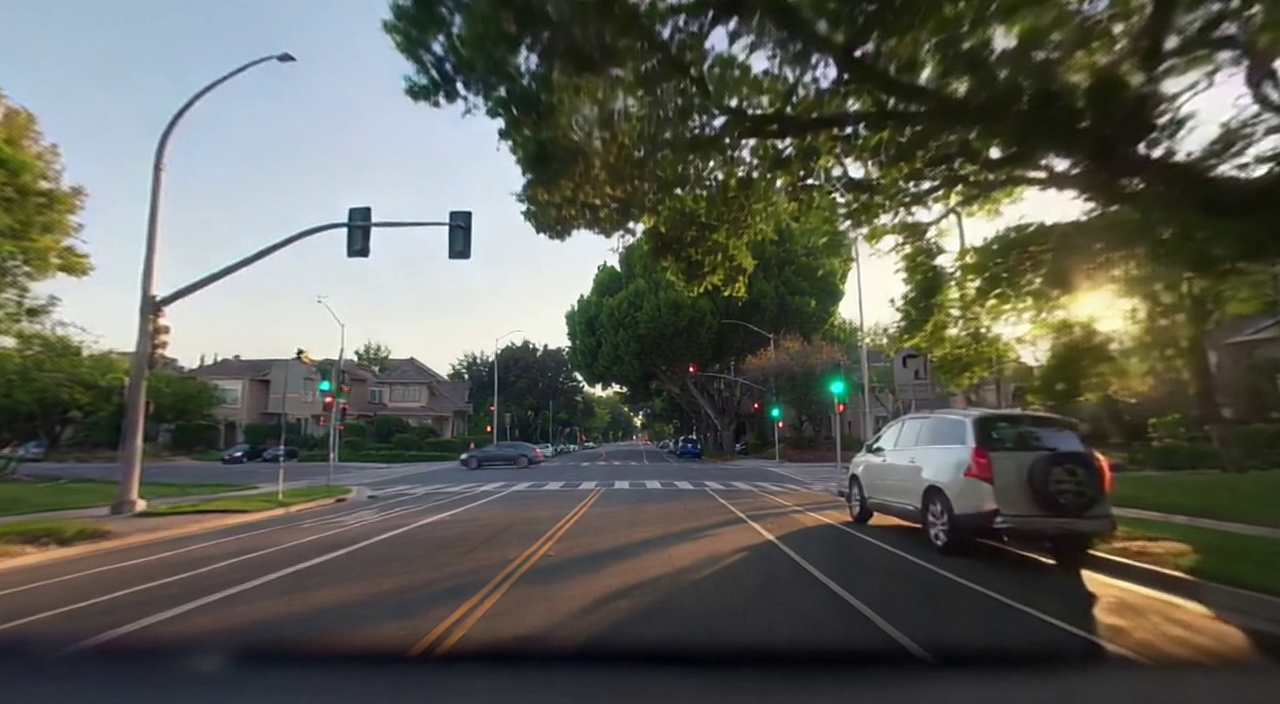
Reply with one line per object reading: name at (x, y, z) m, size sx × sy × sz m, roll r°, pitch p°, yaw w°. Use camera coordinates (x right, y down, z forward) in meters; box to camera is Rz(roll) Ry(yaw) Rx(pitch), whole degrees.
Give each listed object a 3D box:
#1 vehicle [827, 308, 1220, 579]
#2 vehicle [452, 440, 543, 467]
vehicle at (4.693, 1.277, 9.036) m, size 2.398 × 2.806 × 4.857 m, roll 0°, pitch -8°, yaw -1°
vehicle at (-7.918, 5.663, 35.288) m, size 4.606 × 1.452 × 1.917 m, roll 0°, pitch -9°, yaw 2°
